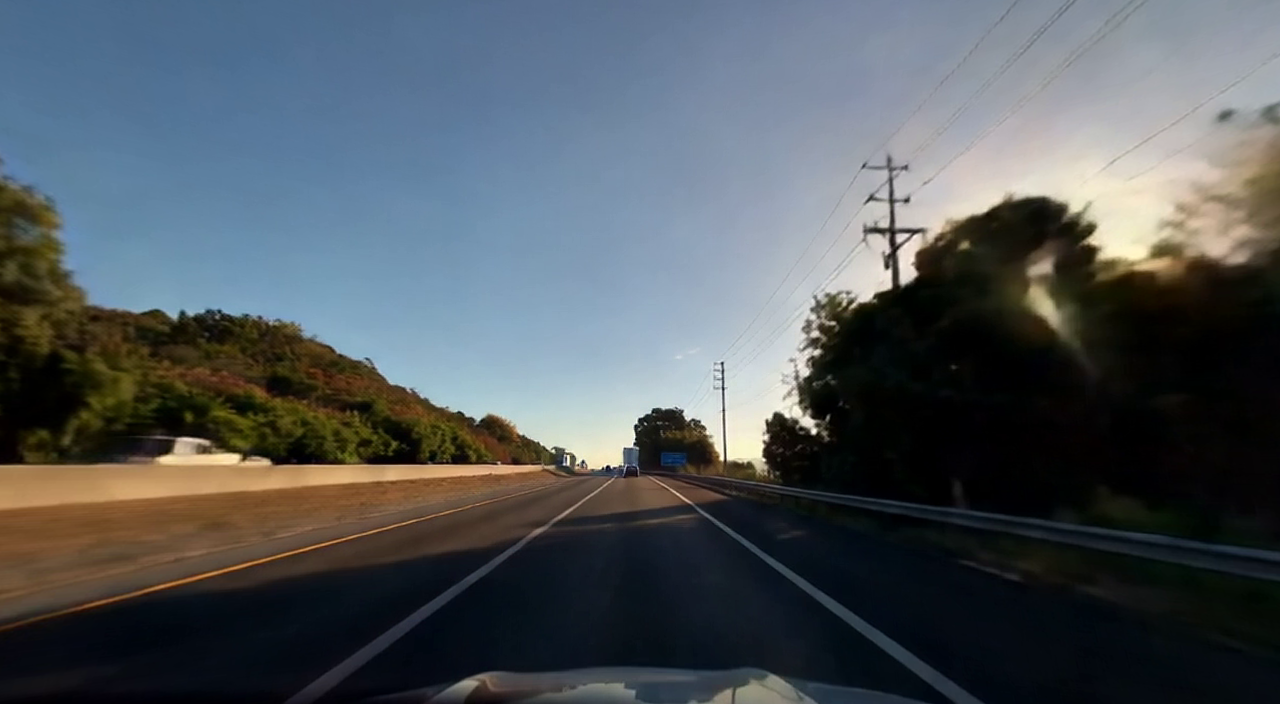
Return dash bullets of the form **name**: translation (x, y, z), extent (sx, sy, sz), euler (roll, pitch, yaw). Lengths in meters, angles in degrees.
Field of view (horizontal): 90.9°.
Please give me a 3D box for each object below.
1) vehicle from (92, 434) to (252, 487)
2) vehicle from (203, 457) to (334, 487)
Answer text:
- **vehicle**: translation (-16.760, 3.987, 22.984), extent (2.090, 1.672, 4.796), euler (1, -10, 0)
- **vehicle**: translation (-16.853, 5.528, 29.082), extent (2.523, 1.205, 5.799), euler (1, -10, 0)
